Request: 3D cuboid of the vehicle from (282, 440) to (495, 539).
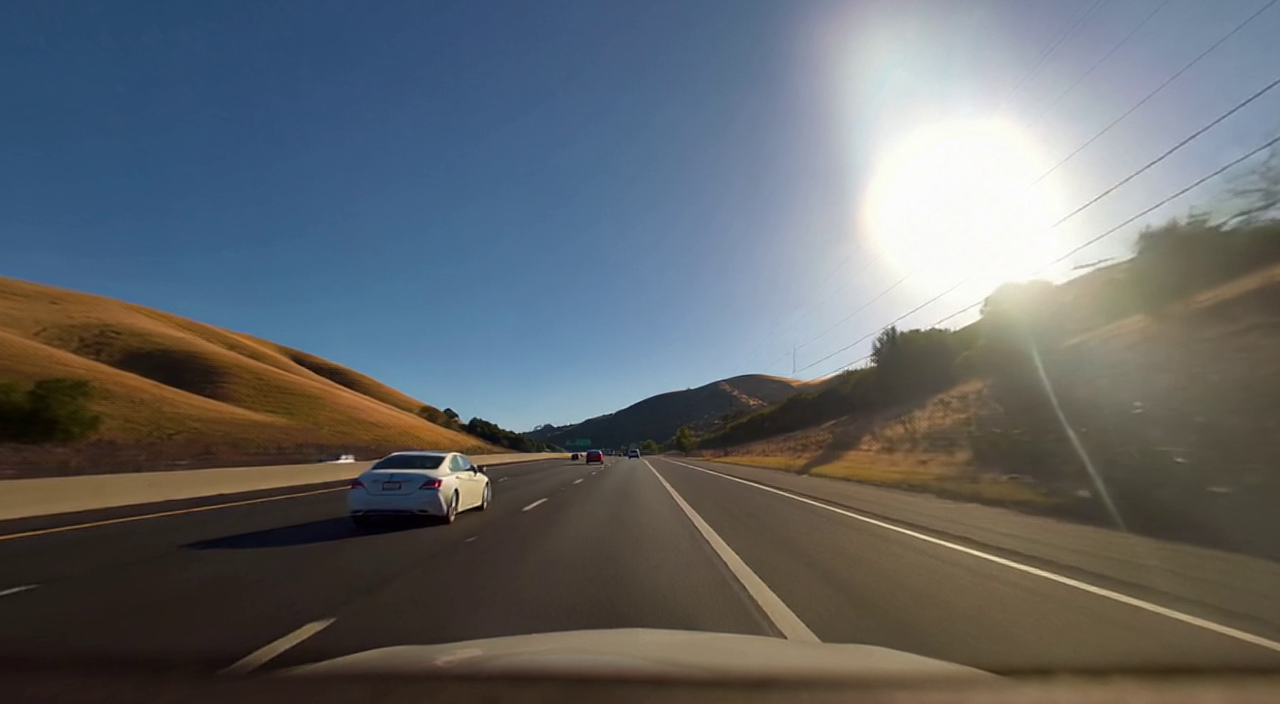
[{"bbox_3d":[-4.423,2.486,12.202,2.064,1.489,4.966,0,-9,0],"label":"vehicle"}]
